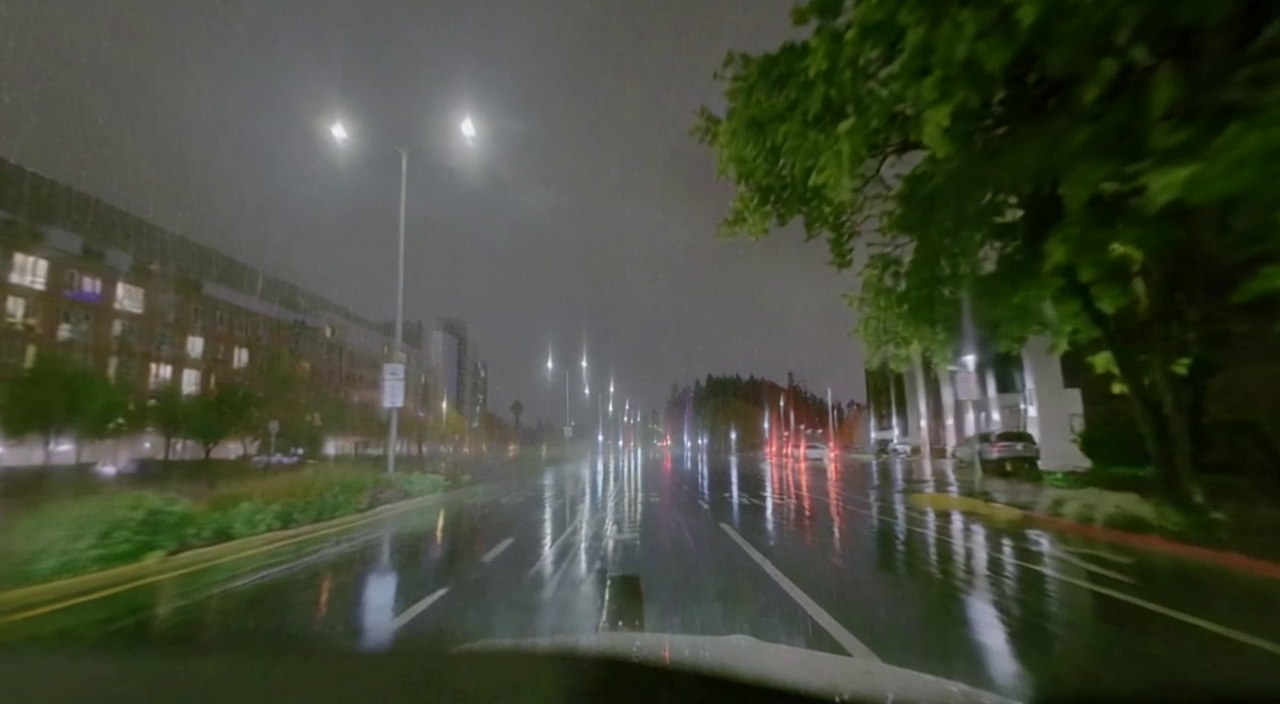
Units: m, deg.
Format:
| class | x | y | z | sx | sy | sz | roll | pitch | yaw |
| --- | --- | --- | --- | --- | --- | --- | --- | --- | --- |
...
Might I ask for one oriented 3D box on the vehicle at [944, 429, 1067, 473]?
| class | x | y | z | sx | sy | sz | roll | pitch | yaw |
| --- | --- | --- | --- | --- | --- | --- | --- | --- | --- |
| vehicle | 13.628 | 3.735 | 23.875 | 1.879 | 1.507 | 4.836 | 0 | -9 | 2 |
